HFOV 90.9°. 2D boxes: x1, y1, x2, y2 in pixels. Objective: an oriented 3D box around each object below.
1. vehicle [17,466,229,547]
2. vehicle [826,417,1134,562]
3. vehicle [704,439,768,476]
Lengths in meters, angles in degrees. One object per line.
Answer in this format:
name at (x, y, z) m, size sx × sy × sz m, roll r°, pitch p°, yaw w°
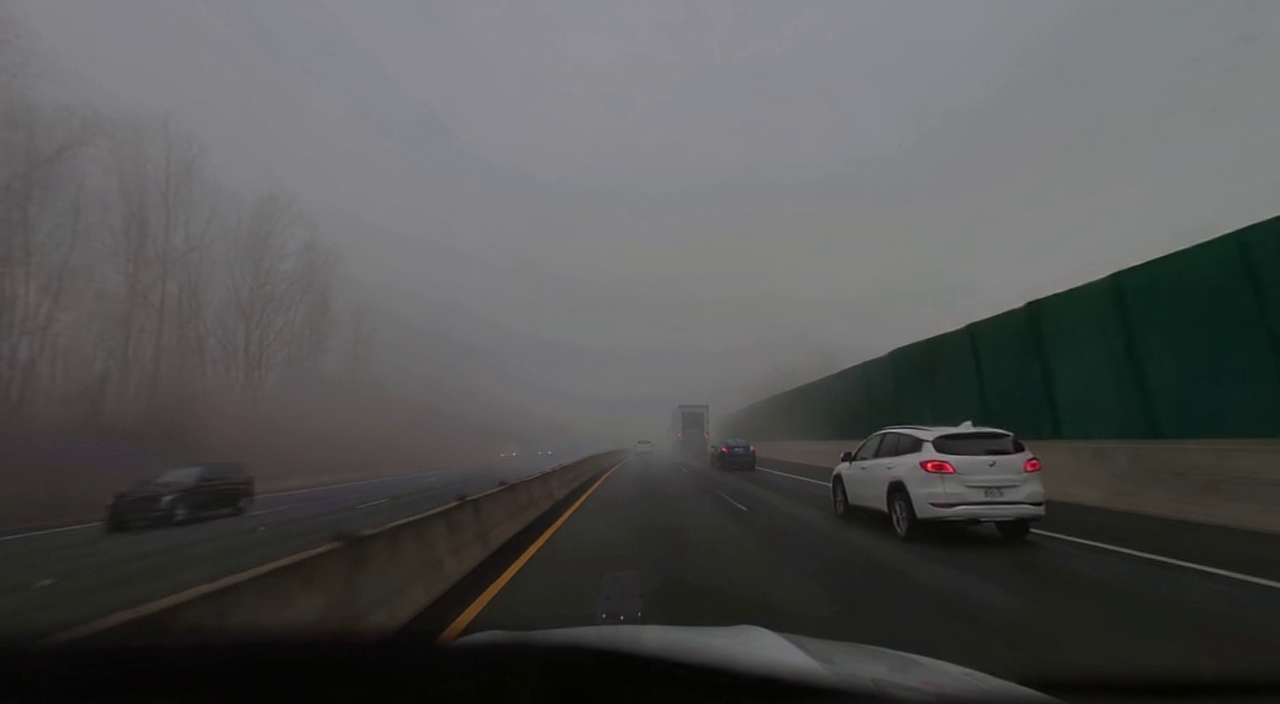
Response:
vehicle at (-11.803, 3.501, 14.811) m, size 1.822 × 1.462 × 3.905 m, roll 1°, pitch -8°, yaw -4°
vehicle at (4.282, 1.773, 8.854) m, size 1.940 × 1.539 × 4.005 m, roll 1°, pitch -8°, yaw -2°
vehicle at (4.099, 4.560, 27.613) m, size 2.000 × 1.473 × 4.440 m, roll 0°, pitch -8°, yaw -2°
